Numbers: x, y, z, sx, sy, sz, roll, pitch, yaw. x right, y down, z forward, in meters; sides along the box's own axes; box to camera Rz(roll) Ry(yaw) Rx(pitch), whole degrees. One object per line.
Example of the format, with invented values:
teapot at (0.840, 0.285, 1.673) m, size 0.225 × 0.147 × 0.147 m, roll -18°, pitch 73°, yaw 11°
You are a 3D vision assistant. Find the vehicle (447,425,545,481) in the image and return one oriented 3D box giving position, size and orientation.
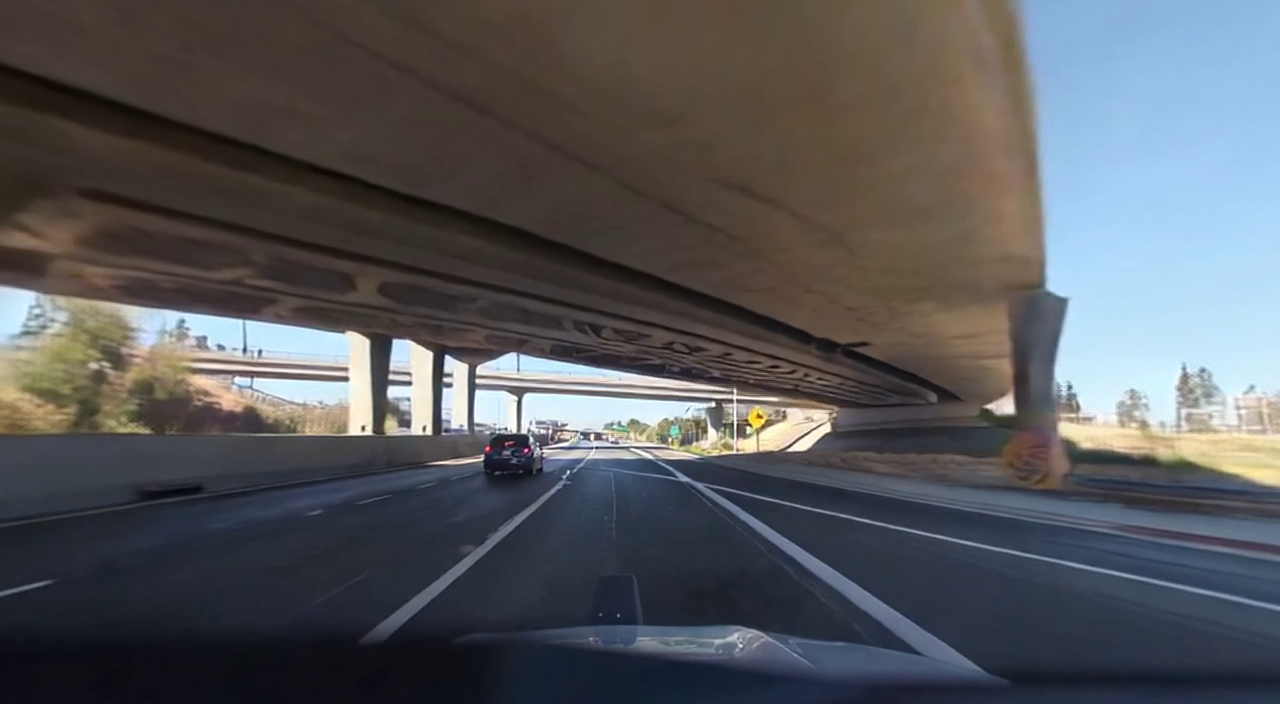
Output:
vehicle at (-4.538, 3.271, 20.665) m, size 2.123 × 1.601 × 4.887 m, roll 0°, pitch -8°, yaw -1°
